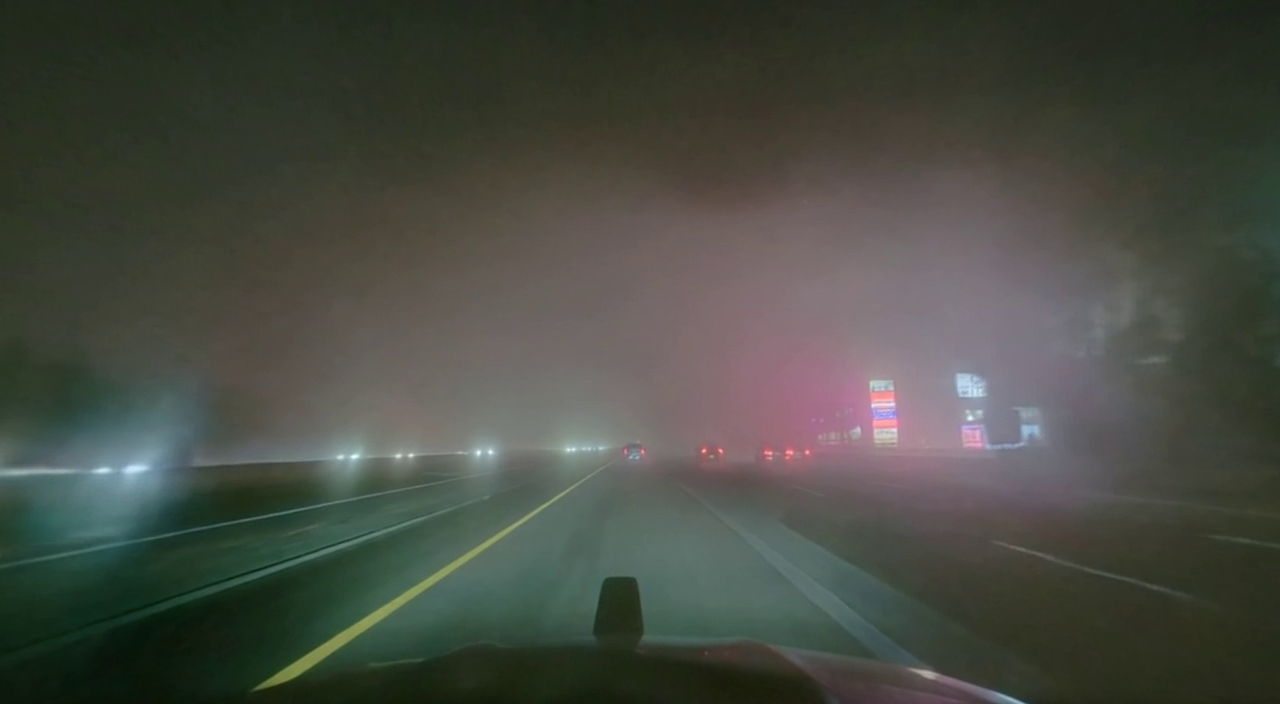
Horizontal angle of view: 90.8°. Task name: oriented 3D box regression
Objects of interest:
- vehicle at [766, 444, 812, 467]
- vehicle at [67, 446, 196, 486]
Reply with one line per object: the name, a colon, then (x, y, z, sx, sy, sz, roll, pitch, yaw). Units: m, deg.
vehicle: (10.211, 7.117, 43.607, 1.953, 1.473, 4.512, 0, -8, -1)
vehicle: (-22.937, 5.120, 28.797, 2.035, 1.568, 4.785, 1, -8, -3)
